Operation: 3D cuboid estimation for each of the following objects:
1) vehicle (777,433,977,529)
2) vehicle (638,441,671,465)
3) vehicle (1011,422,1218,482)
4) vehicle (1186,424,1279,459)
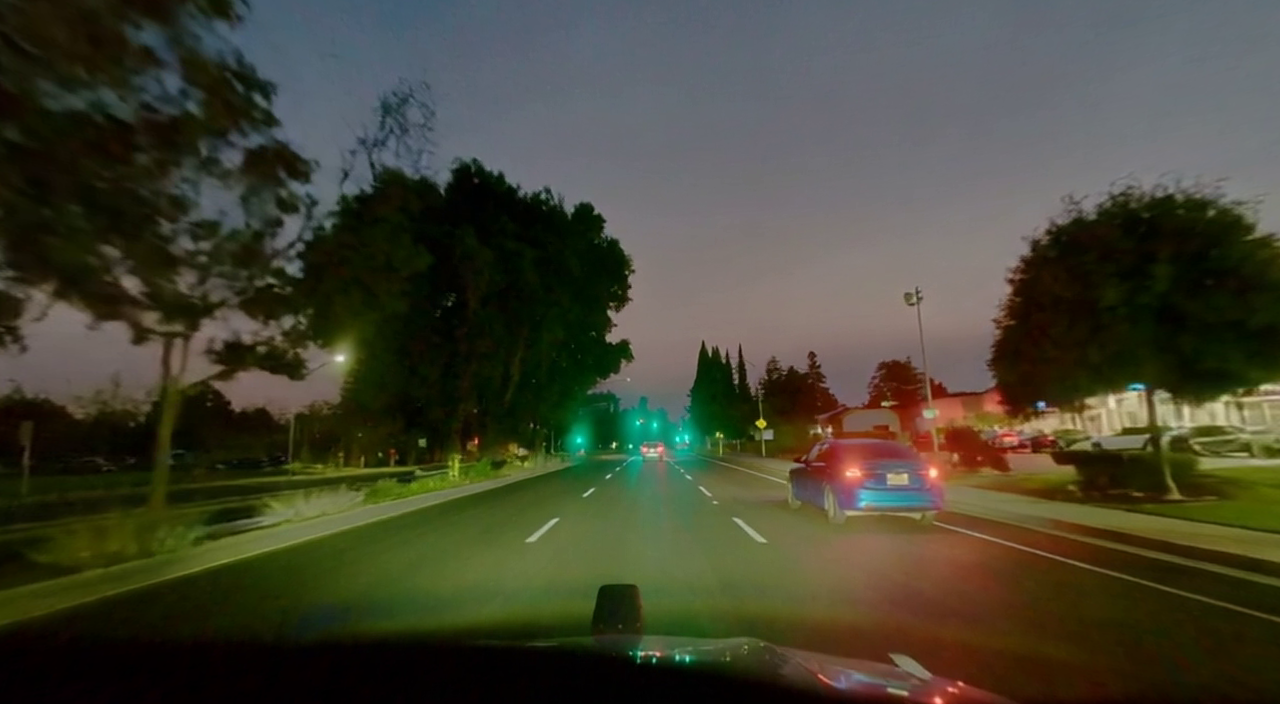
[{"bbox_3d":[4.228,2.380,12.205,2.053,1.482,4.568,0,-9,-1],"label":"vehicle"},{"bbox_3d":[0.943,6.844,42.706,2.144,1.505,4.128,0,-9,0],"label":"vehicle"},{"bbox_3d":[14.607,3.109,19.548,4.722,1.500,1.975,-4,-9,0],"label":"vehicle"},{"bbox_3d":[27.584,3.996,28.089,4.440,1.475,1.906,0,-9,0],"label":"vehicle"}]
